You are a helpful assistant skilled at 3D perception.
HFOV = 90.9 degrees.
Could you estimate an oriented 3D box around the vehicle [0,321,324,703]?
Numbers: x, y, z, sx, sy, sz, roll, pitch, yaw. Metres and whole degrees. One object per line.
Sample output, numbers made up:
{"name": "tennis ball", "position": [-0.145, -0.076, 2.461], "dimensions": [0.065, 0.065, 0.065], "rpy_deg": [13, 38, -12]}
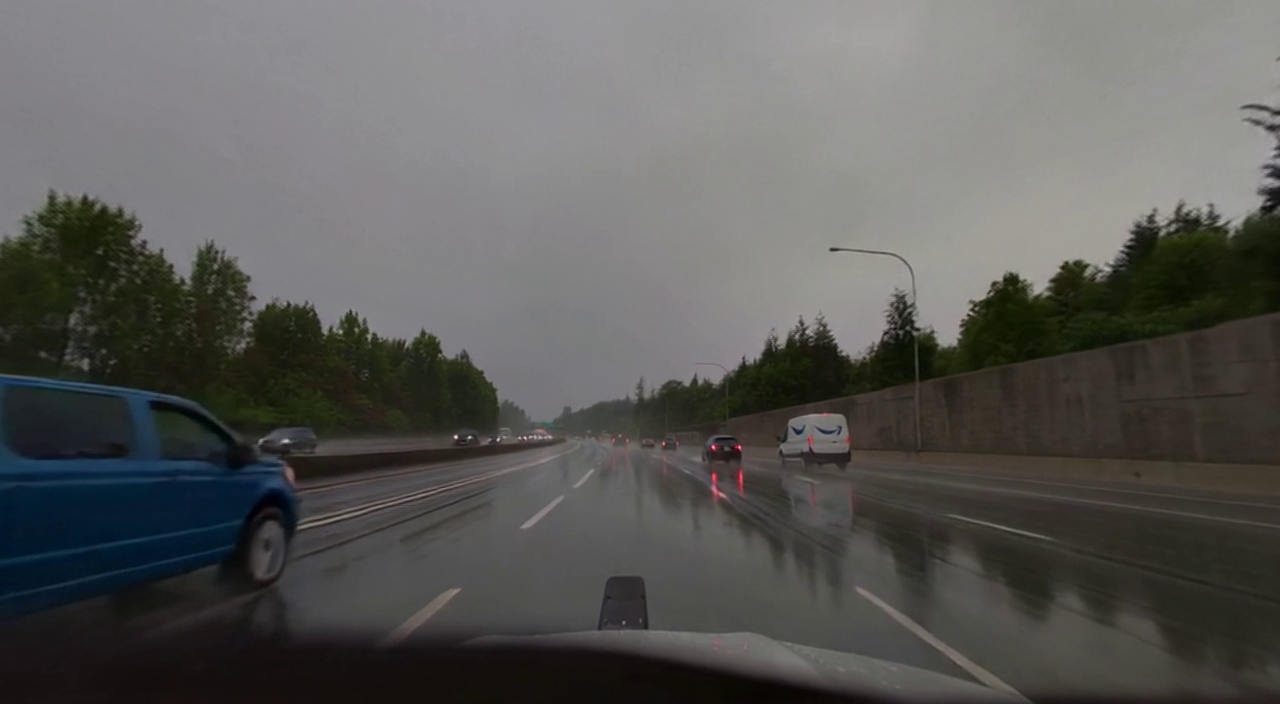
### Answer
{"name": "vehicle", "position": [-4.273, 0.805, 3.055], "dimensions": [2.331, 1.884, 5.787], "rpy_deg": [-1, -8, 2]}

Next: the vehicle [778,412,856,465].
{"name": "vehicle", "position": [10.162, 5.077, 36.947], "dimensions": [2.274, 2.802, 6.802], "rpy_deg": [0, -8, -3]}

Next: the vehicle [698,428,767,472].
{"name": "vehicle", "position": [3.847, 4.167, 26.977], "dimensions": [2.141, 1.732, 4.279], "rpy_deg": [0, -8, -2]}
